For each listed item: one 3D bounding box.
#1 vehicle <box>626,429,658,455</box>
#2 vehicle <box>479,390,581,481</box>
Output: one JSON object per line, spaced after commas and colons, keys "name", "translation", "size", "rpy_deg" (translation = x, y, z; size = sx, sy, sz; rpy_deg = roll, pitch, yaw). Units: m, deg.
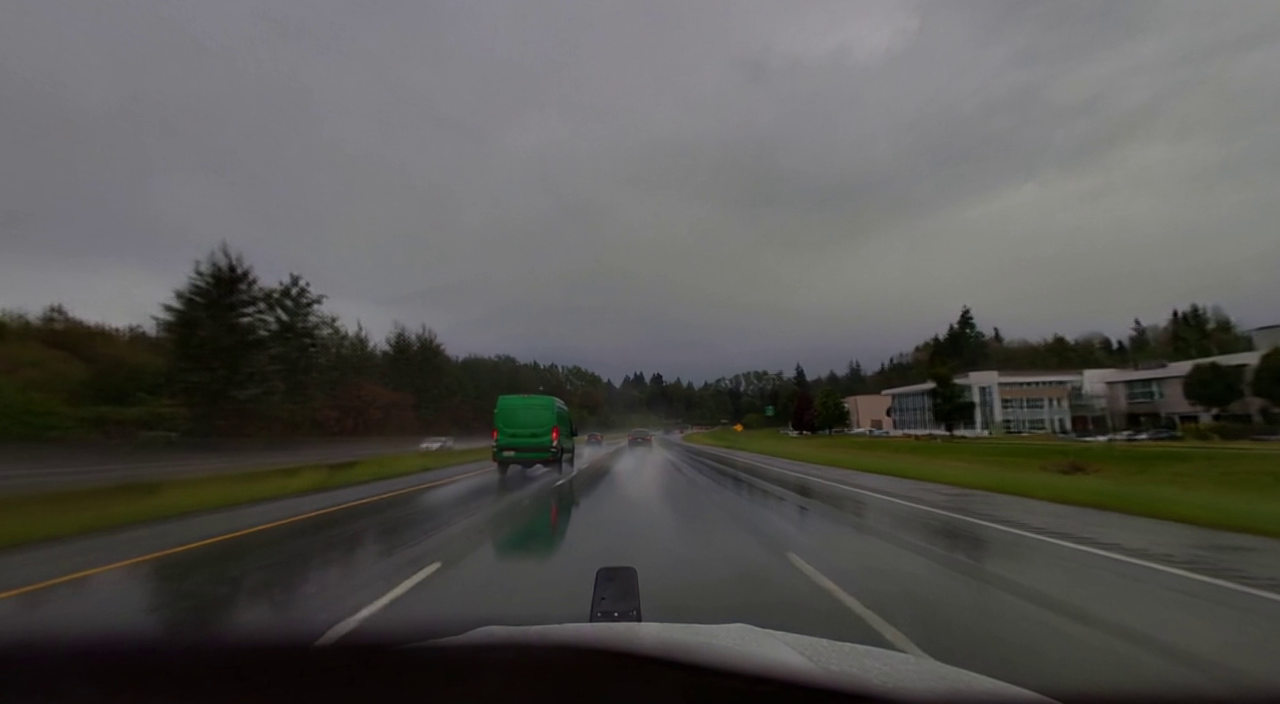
{"name": "vehicle", "translation": [0.092, 6.225, 43.635], "size": [2.104, 1.646, 4.176], "rpy_deg": [0, -8, -1]}
{"name": "vehicle", "translation": [-3.433, 2.784, 21.010], "size": [2.424, 2.577, 5.828], "rpy_deg": [0, -8, -1]}
